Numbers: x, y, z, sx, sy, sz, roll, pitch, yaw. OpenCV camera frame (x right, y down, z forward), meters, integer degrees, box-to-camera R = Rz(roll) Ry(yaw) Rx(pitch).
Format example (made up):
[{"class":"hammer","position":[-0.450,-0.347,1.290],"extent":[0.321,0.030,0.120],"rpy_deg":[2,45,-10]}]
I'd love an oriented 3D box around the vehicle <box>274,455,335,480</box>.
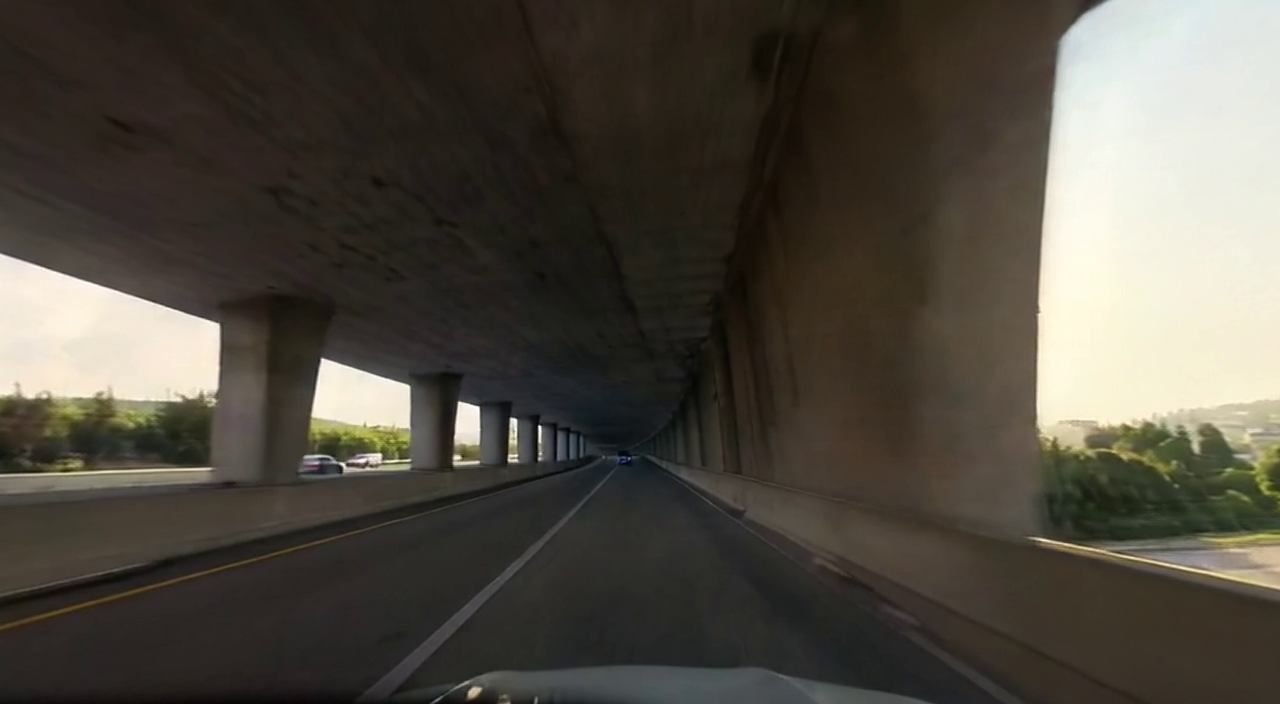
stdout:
[{"class":"vehicle","position":[-24.055,8.287,45.346],"extent":[1.817,1.626,4.551],"rpy_deg":[0,-9,1]}]
